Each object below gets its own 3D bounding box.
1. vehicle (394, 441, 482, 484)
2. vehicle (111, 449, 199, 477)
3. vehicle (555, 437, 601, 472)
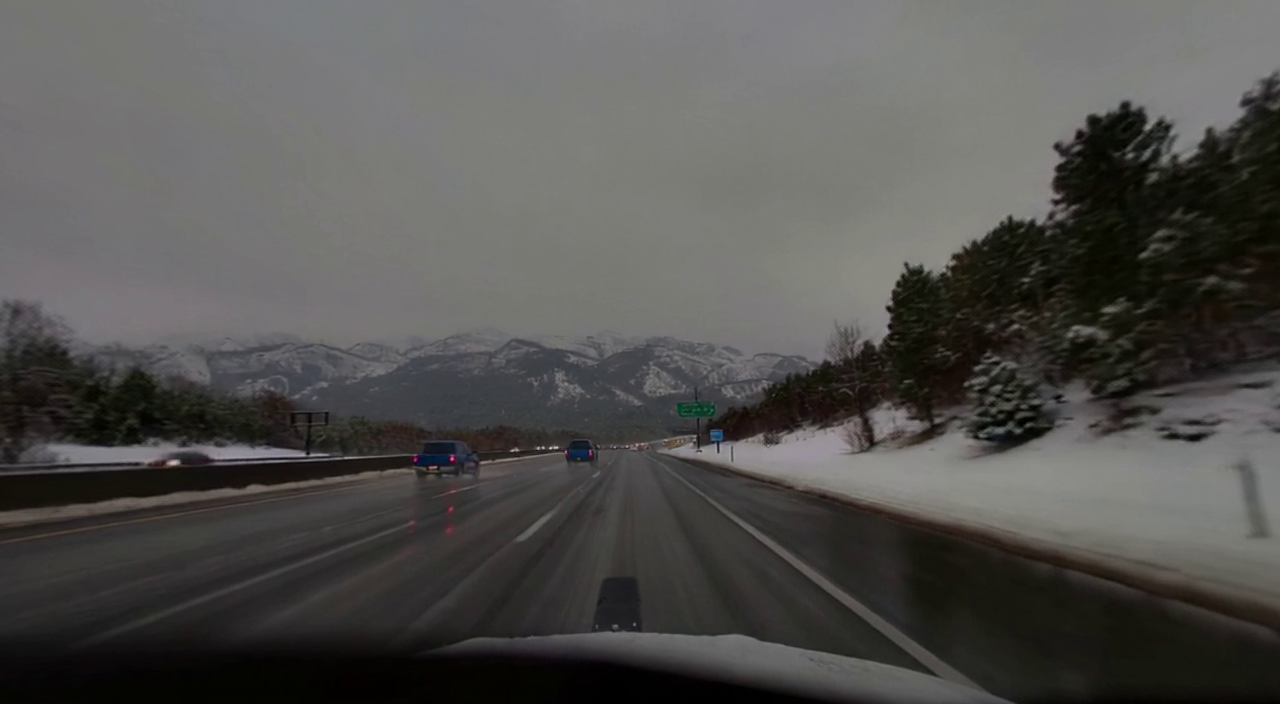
[{"bbox_3d":[-7.708,4.241,24.617,1.930,1.508,4.567,0,-9,0],"label":"vehicle"},{"bbox_3d":[-33.167,7.564,43.412,2.027,1.673,5.023,0,-8,-1],"label":"vehicle"},{"bbox_3d":[-3.281,5.551,34.296,2.029,1.753,4.718,0,-9,0],"label":"vehicle"}]
